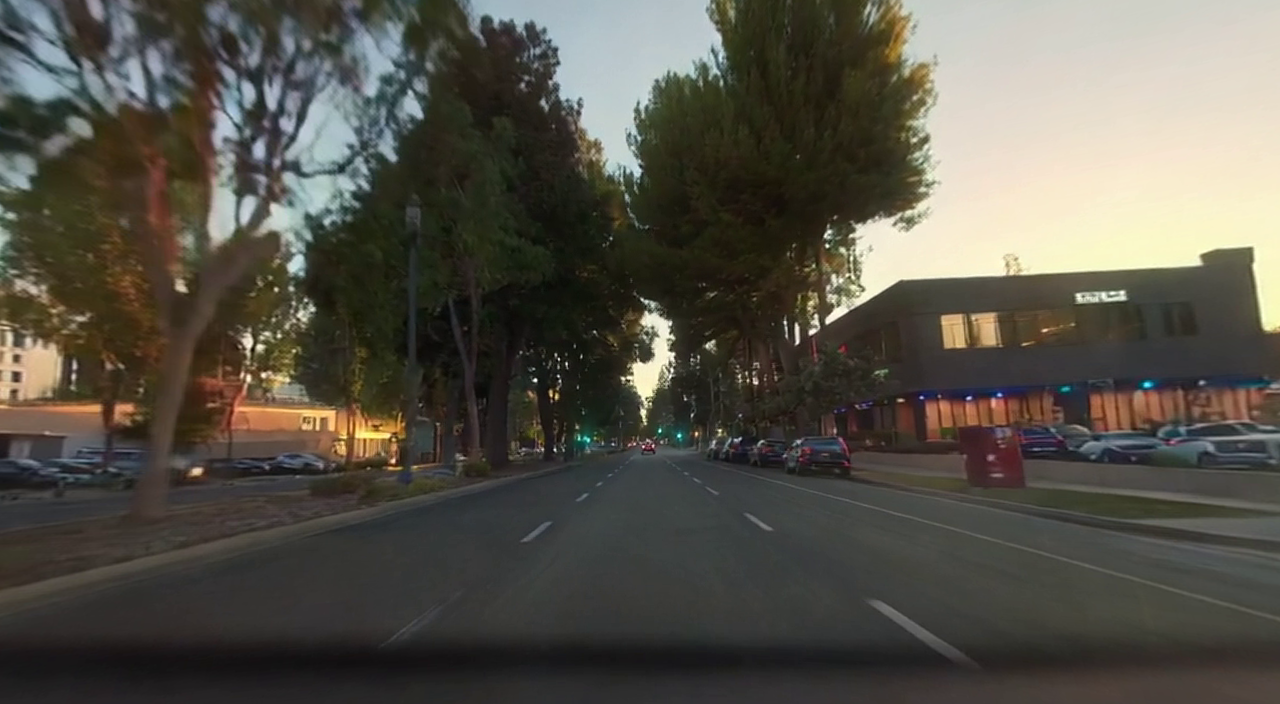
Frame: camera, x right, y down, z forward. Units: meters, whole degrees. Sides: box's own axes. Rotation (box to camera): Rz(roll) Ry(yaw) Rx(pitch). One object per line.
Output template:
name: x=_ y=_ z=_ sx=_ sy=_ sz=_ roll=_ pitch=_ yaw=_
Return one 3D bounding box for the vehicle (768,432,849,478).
vehicle: x=7.070 y=4.378 z=27.019 sx=2.084 sy=1.736 sz=4.754 roll=0 pitch=-8 yaw=-1

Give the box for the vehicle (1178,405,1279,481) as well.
vehicle: x=16.644 y=2.186 z=15.745 sx=4.422 sy=1.738 sz=1.995 roll=-3 pitch=-8 yaw=1

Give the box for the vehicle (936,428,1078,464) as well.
vehicle: x=16.845 y=4.367 z=29.137 sx=5.222 sy=1.515 sz=2.044 roll=-1 pitch=-9 yaw=-1

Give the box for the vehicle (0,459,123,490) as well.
vehicle: x=-32.758 y=6.885 z=35.531 sx=5.238 sy=1.618 sz=2.263 roll=-1 pitch=-9 yaw=1

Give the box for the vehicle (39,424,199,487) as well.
vehicle: x=-32.967 y=6.557 z=40.130 sx=7.106 sy=3.726 sz=3.230 roll=0 pitch=-8 yaw=1
